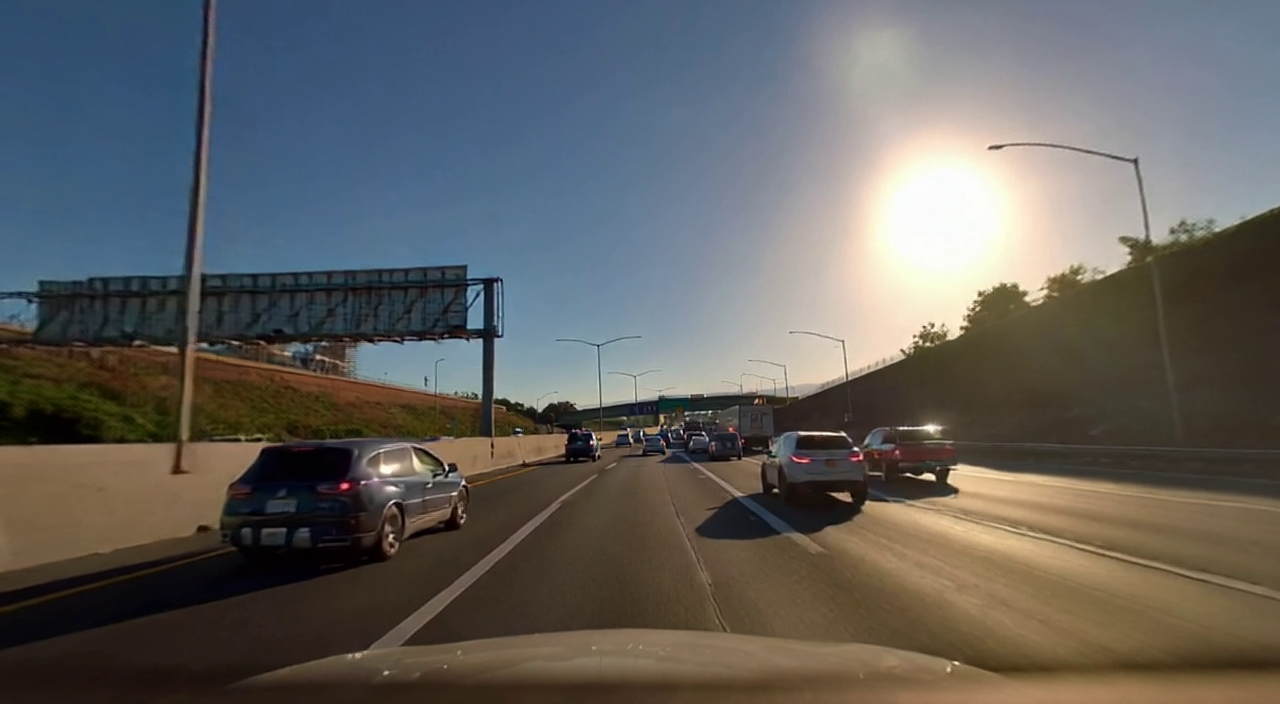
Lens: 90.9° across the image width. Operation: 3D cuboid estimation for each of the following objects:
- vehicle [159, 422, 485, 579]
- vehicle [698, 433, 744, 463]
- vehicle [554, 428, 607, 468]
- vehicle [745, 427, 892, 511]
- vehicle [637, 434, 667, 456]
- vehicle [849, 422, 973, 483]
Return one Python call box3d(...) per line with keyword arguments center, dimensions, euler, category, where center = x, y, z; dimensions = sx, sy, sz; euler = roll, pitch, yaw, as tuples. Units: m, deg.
box3d(center=(-3.590, 1.737, 8.280), dimensions=(1.914, 1.476, 4.416), euler=(-1, -8, 1), category="vehicle")
box3d(center=(4.399, 5.273, 34.818), dimensions=(1.933, 1.503, 4.520), euler=(-1, -8, 0), category="vehicle")
box3d(center=(-2.748, 4.569, 30.116), dimensions=(2.006, 1.741, 4.277), euler=(-1, -8, 2), category="vehicle")
box3d(center=(3.566, 2.412, 13.463), dimensions=(1.933, 1.492, 4.125), euler=(0, -8, 0), category="vehicle")
box3d(center=(0.842, 6.604, 44.710), dimensions=(2.040, 1.461, 3.984), euler=(-1, -8, 1), category="vehicle")
box3d(center=(8.483, 3.191, 20.291), dimensions=(1.987, 1.726, 4.515), euler=(0, -8, 0), category="vehicle")
